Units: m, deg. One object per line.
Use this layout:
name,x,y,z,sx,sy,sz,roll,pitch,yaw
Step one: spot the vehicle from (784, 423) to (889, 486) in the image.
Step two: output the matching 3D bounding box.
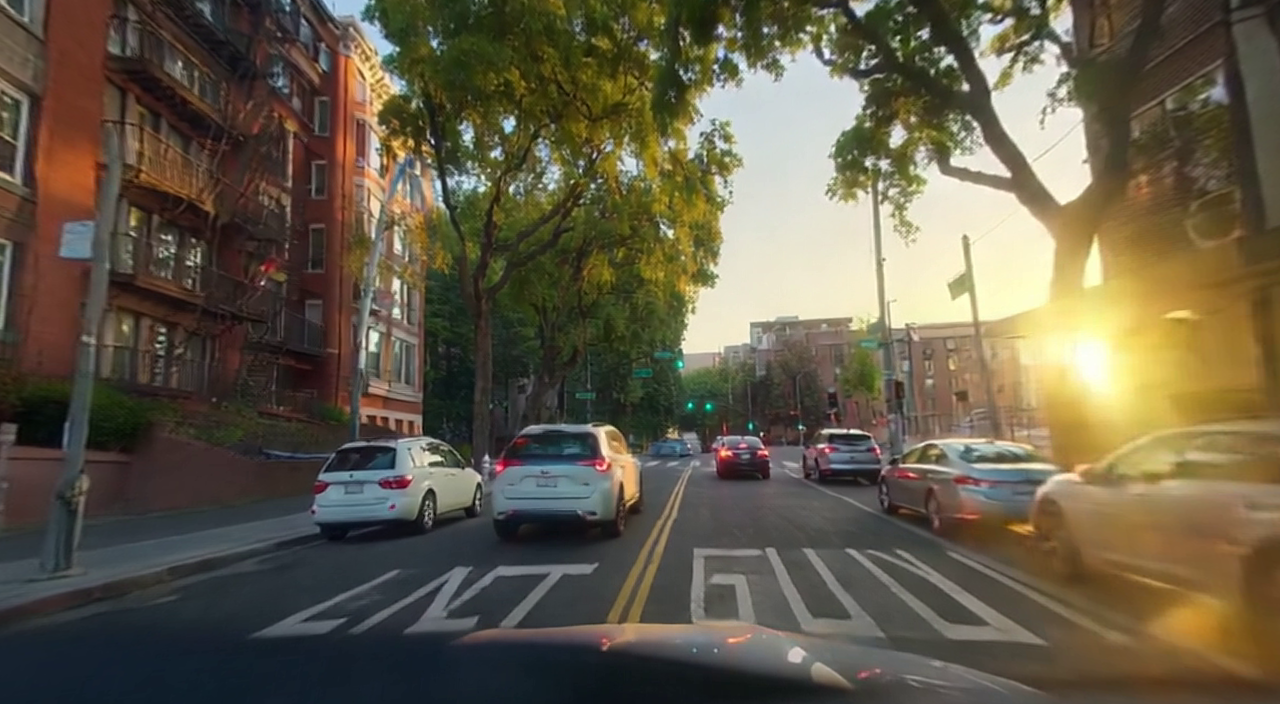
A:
vehicle,6.309,3.373,21.051,2.093,1.815,5.441,-1,-8,4

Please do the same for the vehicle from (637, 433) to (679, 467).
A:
vehicle,1.043,5.308,34.443,1.979,1.723,3.849,-1,-8,6

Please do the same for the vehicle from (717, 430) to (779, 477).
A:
vehicle,4.088,3.855,24.163,2.111,1.619,4.077,-2,-9,9

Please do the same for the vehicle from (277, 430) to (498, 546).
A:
vehicle,-4.491,2.461,12.184,2.013,1.772,4.439,-1,-9,7

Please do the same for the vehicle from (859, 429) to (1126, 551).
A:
vehicle,4.971,1.977,9.794,1.937,1.442,4.338,-1,-9,5

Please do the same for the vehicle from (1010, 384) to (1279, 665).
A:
vehicle,4.666,1.087,4.285,1.883,1.601,4.305,-1,-8,4

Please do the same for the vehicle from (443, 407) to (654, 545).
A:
vehicle,-1.209,2.061,11.214,2.333,1.832,5.200,-1,-9,7
